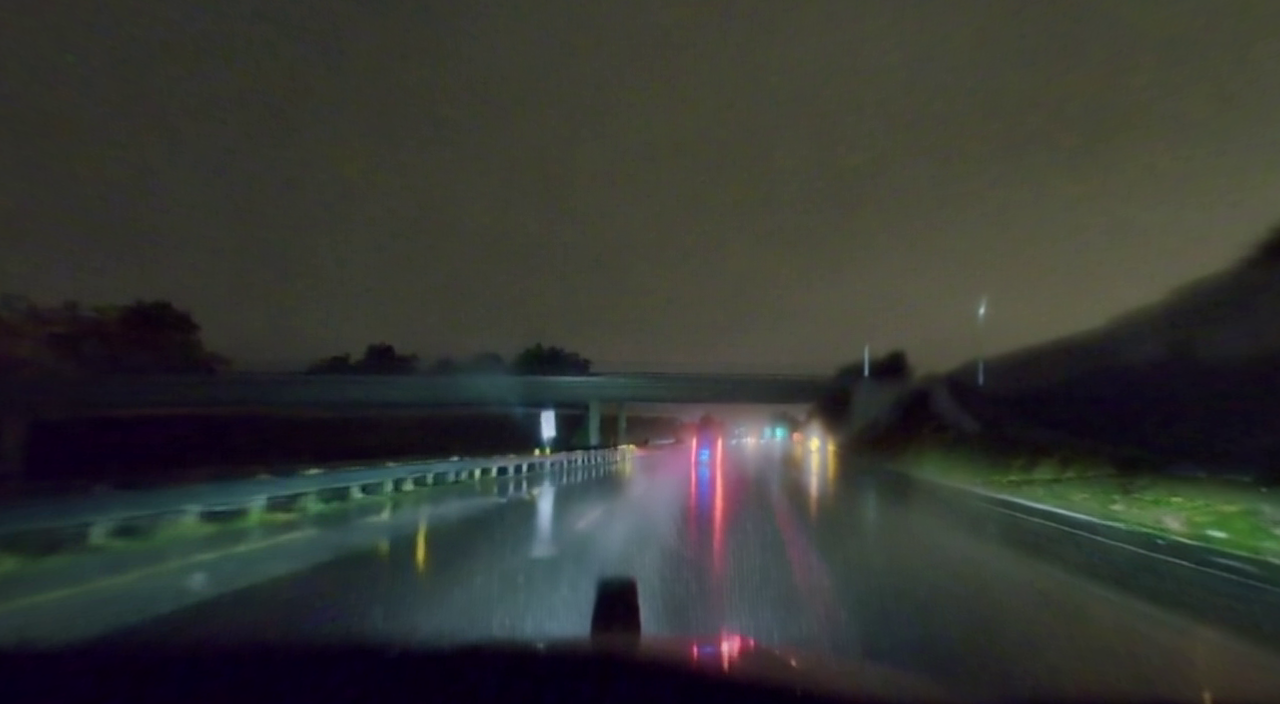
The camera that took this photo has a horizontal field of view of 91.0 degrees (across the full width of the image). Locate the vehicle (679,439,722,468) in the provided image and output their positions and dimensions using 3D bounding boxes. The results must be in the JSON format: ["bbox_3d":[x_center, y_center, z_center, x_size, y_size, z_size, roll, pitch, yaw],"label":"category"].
[{"bbox_3d":[3.328,5.431,33.940,2.028,1.440,3.970,-2,-8,9],"label":"vehicle"}]
